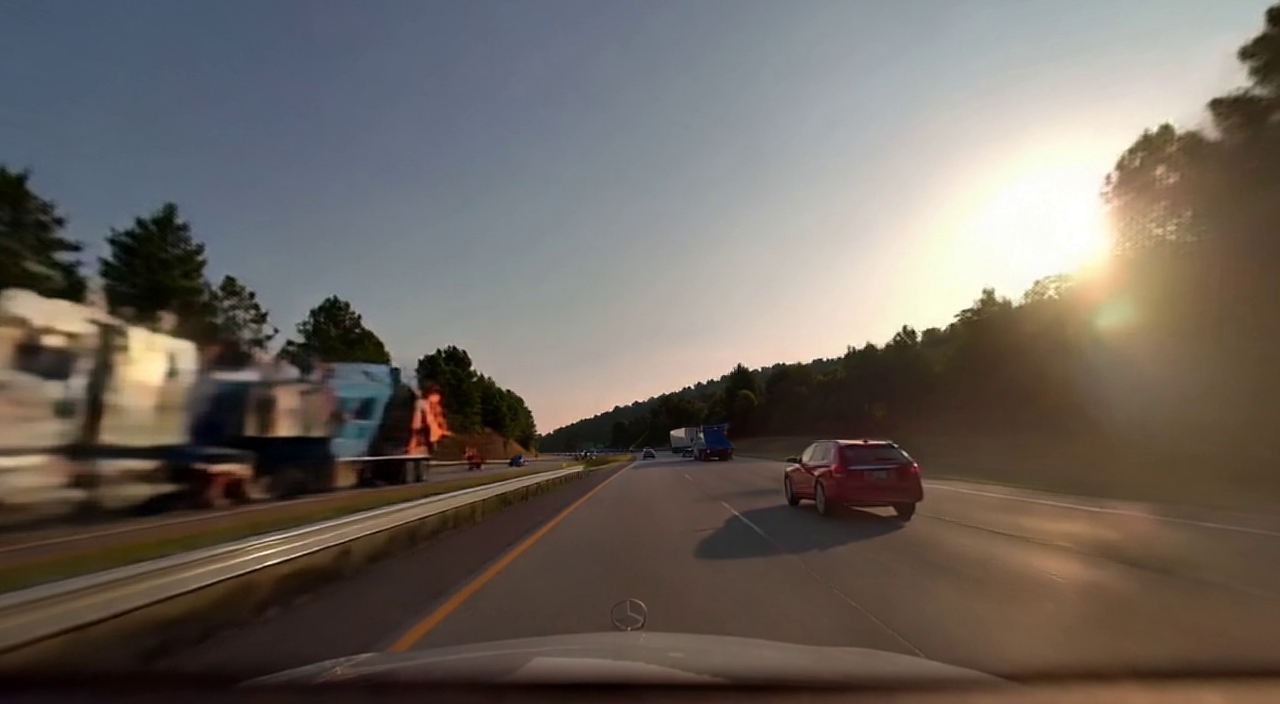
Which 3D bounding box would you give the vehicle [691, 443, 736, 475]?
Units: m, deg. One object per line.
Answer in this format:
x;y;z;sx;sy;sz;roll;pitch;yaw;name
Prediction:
4.146;6.106;36.080;2.022;1.658;4.132;0;-9;-1;vehicle

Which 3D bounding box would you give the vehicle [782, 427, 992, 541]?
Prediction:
3.989;2.203;11.074;2.005;1.604;4.002;0;-9;-1;vehicle

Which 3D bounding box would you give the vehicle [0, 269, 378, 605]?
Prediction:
-7.851;1.481;10.746;3.011;3.465;8.510;0;-9;0;vehicle
